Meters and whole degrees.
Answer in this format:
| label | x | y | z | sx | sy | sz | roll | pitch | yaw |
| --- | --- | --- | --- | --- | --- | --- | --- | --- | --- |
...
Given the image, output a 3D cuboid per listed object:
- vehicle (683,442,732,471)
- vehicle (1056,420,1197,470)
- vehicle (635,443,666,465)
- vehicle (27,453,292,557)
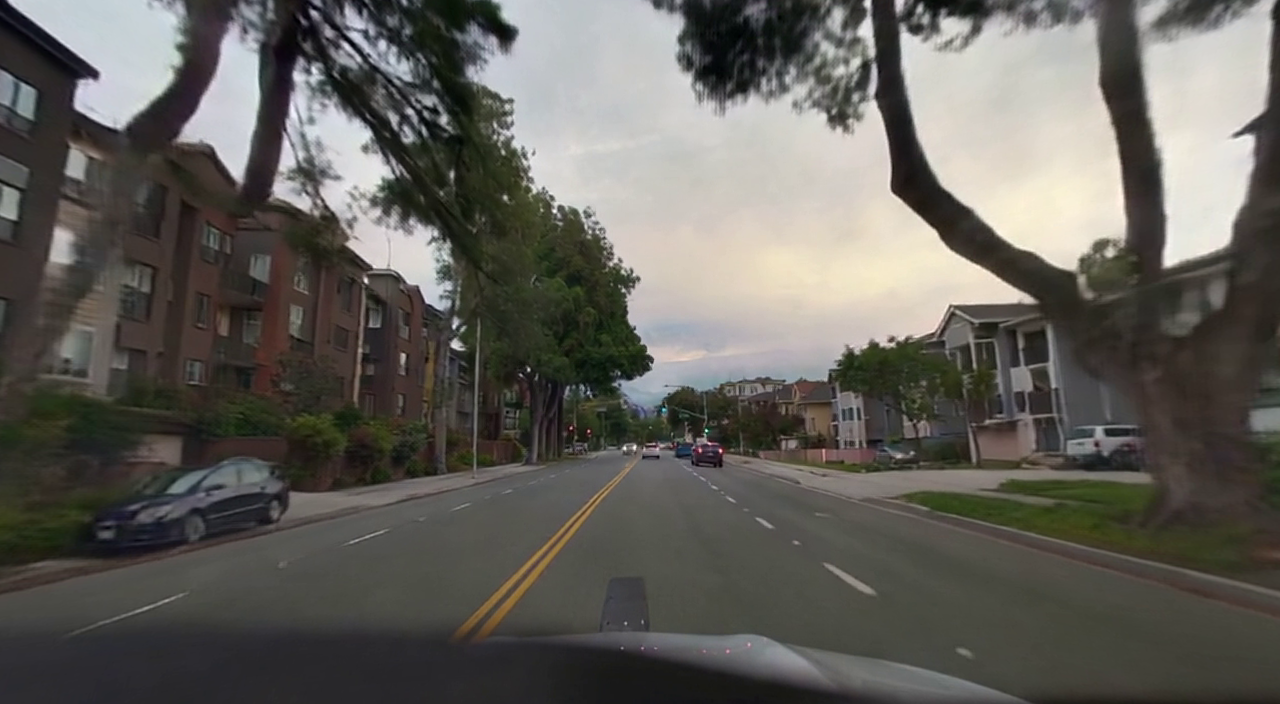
| label | x | y | z | sx | sy | sz | roll | pitch | yaw |
| --- | --- | --- | --- | --- | --- | --- | --- | --- | --- |
| vehicle | 3.628 | 5.738 | 34.731 | 2.078 | 1.488 | 4.741 | 0 | -9 | -1 |
| vehicle | 19.664 | 3.766 | 25.597 | 4.063 | 1.912 | 2.029 | 1 | -9 | -5 |
| vehicle | 0.725 | 7.202 | 44.549 | 2.097 | 1.463 | 4.043 | 0 | -9 | 0 |
| vehicle | -9.428 | 2.965 | 12.981 | 1.933 | 1.498 | 4.446 | -4 | -7 | 1 |
